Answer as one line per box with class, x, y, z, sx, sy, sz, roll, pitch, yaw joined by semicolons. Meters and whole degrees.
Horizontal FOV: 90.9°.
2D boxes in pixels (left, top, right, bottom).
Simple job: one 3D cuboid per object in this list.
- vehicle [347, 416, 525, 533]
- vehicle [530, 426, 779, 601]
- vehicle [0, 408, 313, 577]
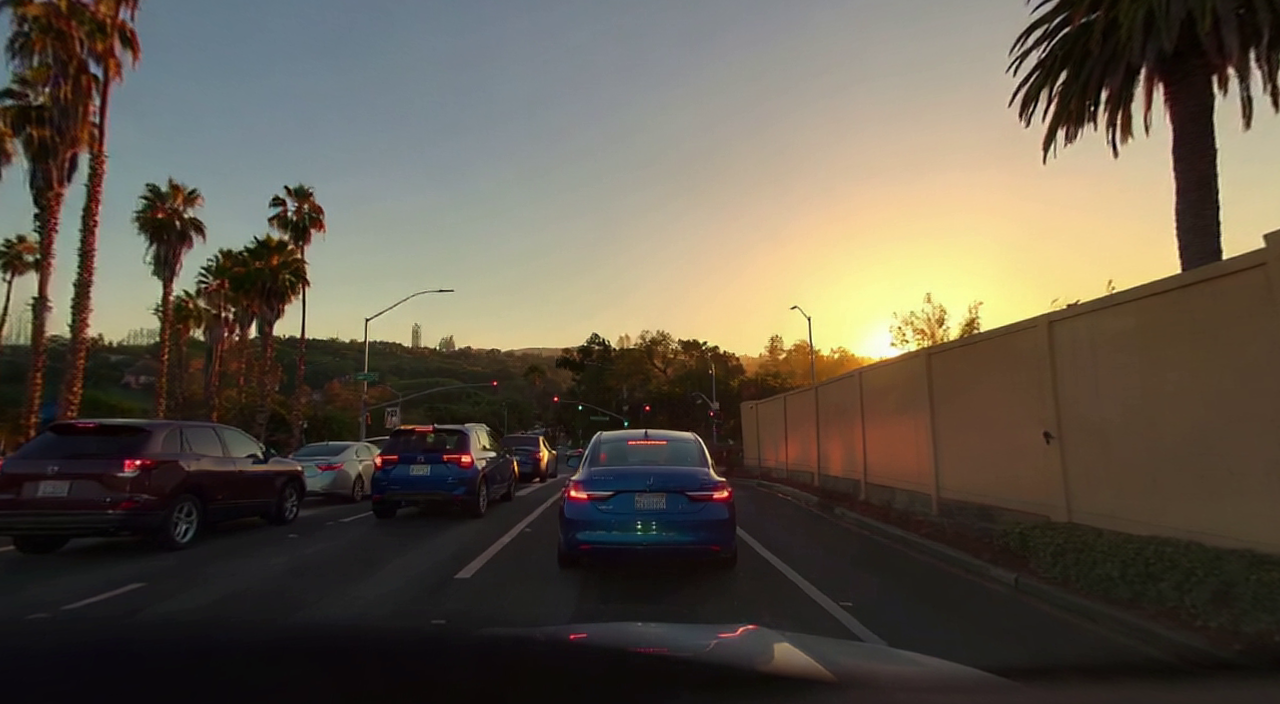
vehicle;-3.452;2.149;11.636;2.007;1.746;4.136;0;-8;-2
vehicle;0.064;1.697;7.600;2.128;1.473;4.272;0;-8;-2
vehicle;-6.681;1.770;8.751;1.963;1.721;4.467;0;-8;-2
